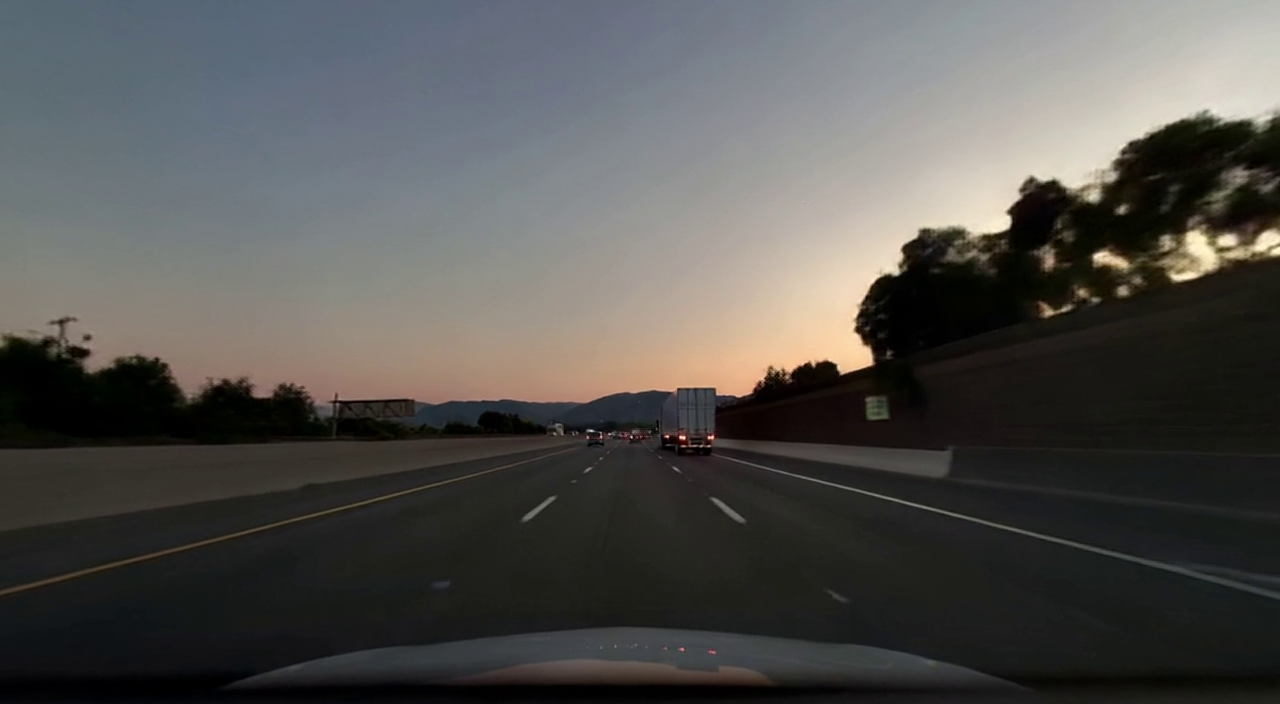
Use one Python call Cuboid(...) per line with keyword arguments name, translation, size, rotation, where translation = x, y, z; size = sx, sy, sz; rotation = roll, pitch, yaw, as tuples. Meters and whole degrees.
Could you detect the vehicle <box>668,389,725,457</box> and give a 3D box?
Cuboid(name="vehicle", translation=(3.527, 4.775, 41.633), size=(2.859, 3.981, 8.596), rotation=(0, -8, -1))
